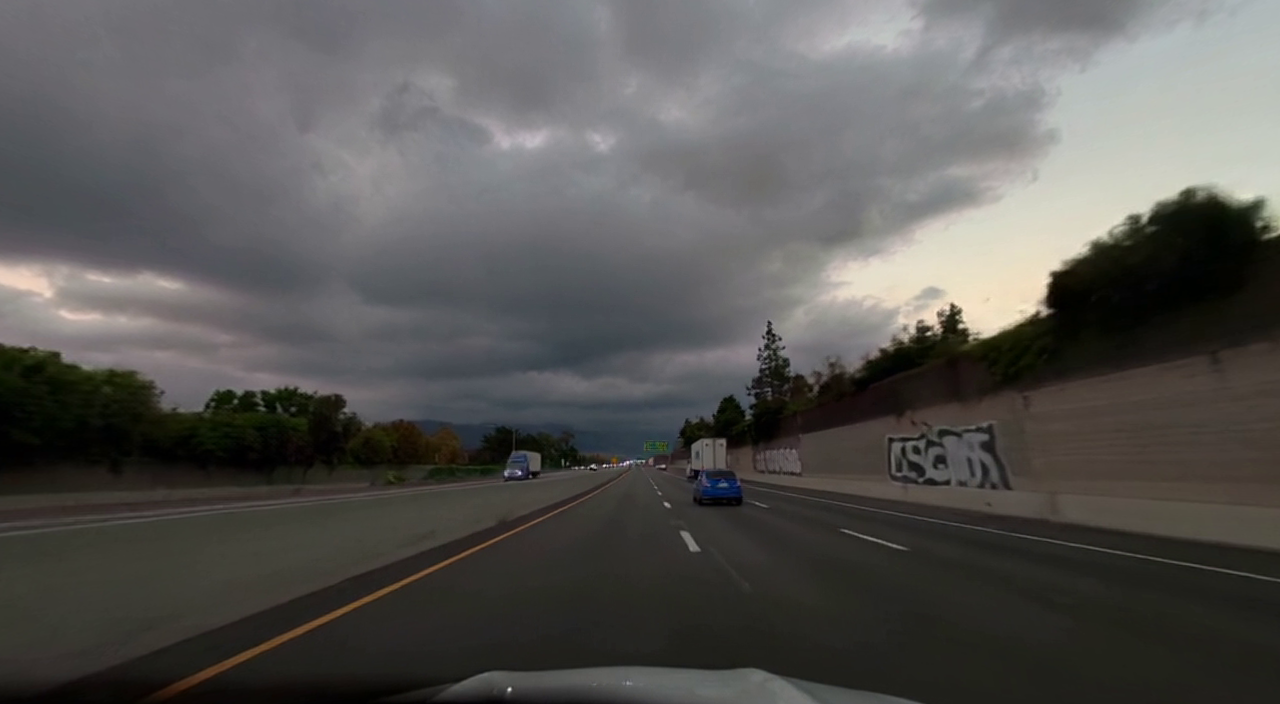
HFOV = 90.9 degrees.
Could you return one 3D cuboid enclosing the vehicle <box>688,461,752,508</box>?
[{"bbox_3d":[2.980,5.020,24.145,2.011,1.574,3.512,2,-10,0],"label":"vehicle"}]
